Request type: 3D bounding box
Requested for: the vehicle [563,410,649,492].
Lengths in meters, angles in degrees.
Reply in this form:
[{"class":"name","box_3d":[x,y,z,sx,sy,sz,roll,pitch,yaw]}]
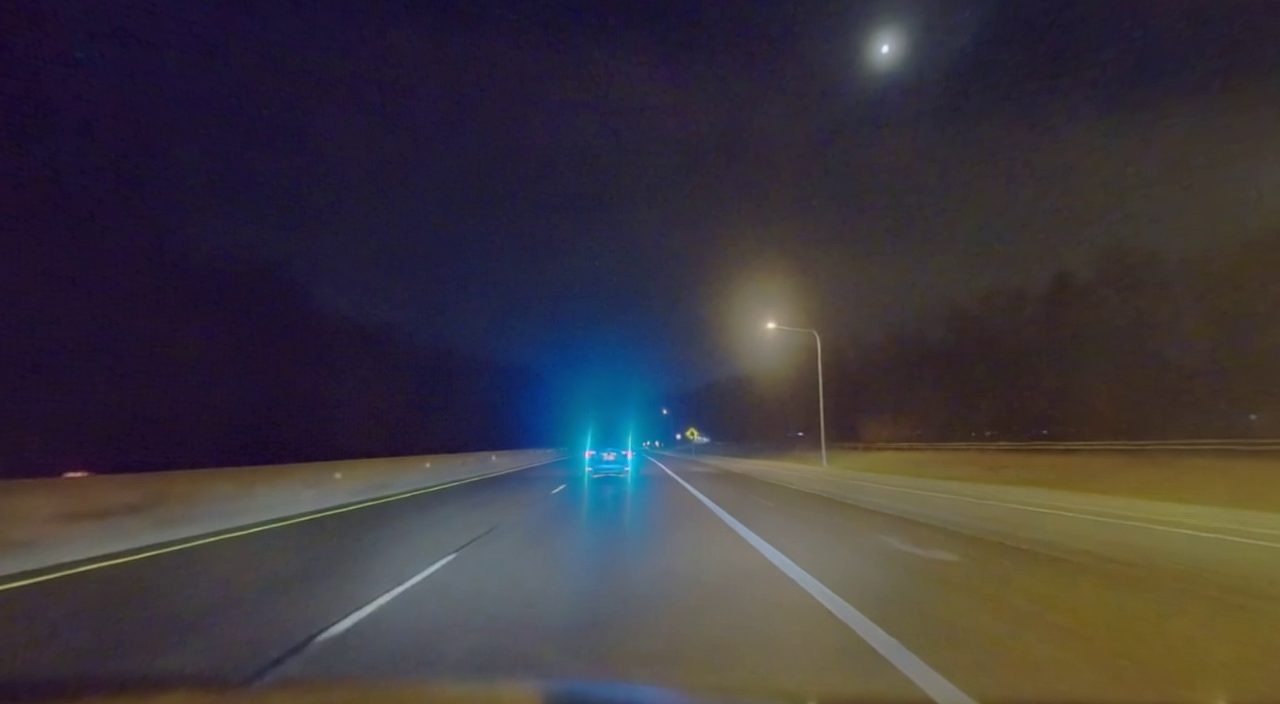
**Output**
[{"class":"vehicle","box_3d":[-0.925,2.980,19.277,2.248,2.154,4.892,0,-8,-1]}]
